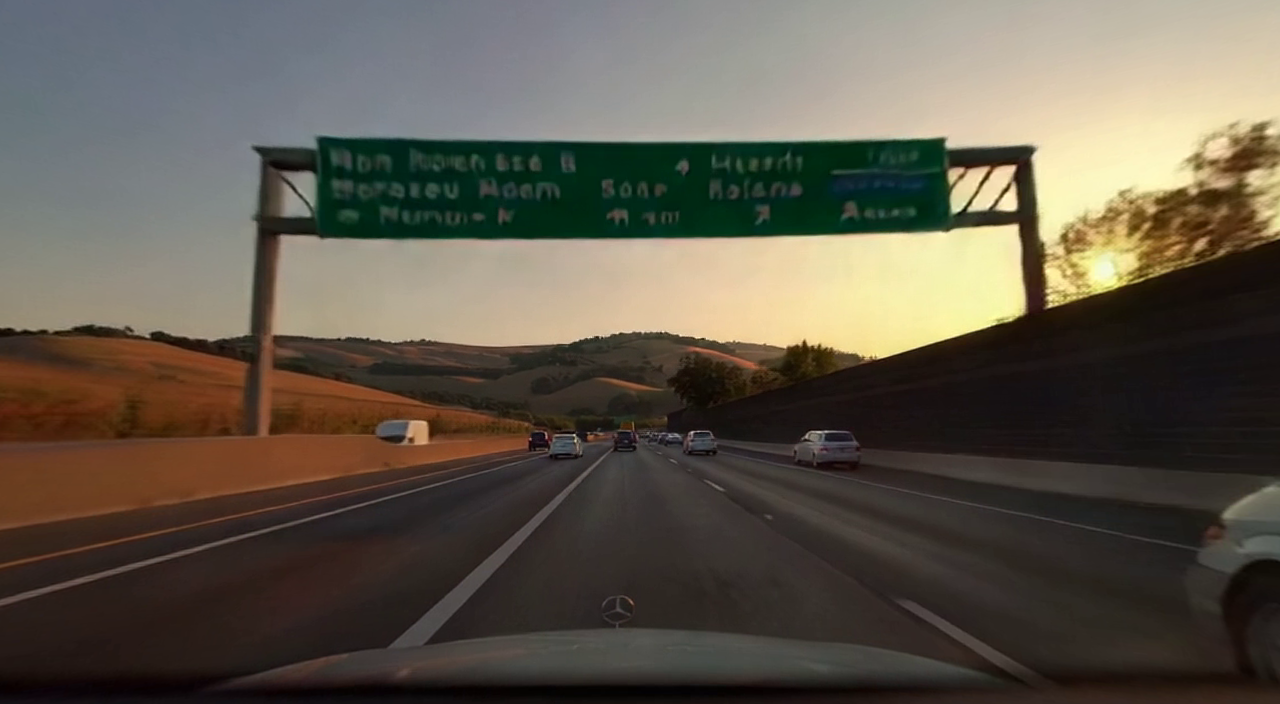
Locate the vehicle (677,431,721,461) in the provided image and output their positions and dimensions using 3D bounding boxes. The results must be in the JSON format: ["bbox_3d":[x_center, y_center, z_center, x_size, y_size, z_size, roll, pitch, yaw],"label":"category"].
[{"bbox_3d":[3.047,4.893,33.133,1.806,1.469,3.681,0,-8,-2],"label":"vehicle"}]

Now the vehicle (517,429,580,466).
[{"bbox_3d":[-4.009,4.241,28.227,2.204,1.486,4.121,0,-8,0],"label":"vehicle"}]

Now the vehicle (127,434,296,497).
[{"bbox_3d":[-11.274,2.960,16.980,1.761,1.495,4.028,0,-8,-1],"label":"vehicle"}]

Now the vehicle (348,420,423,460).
[{"bbox_3d":[-15.582,5.431,38.978,2.370,2.302,5.407,0,-8,-1],"label":"vehicle"}]
